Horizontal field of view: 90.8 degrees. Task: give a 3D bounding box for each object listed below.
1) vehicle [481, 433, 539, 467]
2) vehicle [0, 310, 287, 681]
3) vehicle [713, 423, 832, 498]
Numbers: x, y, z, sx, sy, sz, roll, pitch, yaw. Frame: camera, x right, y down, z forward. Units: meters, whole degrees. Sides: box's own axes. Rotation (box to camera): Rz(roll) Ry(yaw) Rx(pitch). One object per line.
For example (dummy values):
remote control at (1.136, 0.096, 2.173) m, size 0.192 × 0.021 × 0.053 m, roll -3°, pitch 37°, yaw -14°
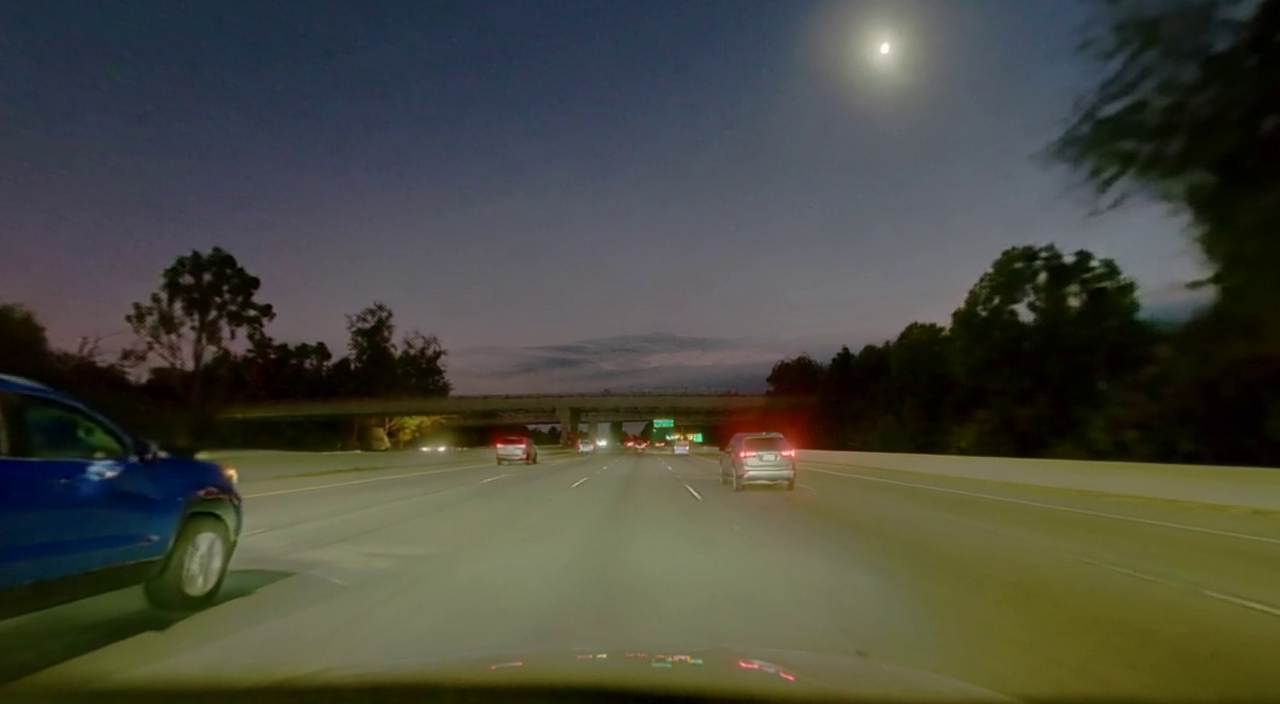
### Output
vehicle at (-7.445, 5.668, 36.636) m, size 2.193 × 1.818 × 4.995 m, roll 0°, pitch -8°, yaw 1°
vehicle at (-4.276, 0.759, 3.386) m, size 2.018 × 1.872 × 4.728 m, roll 0°, pitch -8°, yaw 0°
vehicle at (3.373, 2.883, 17.172) m, size 2.185 × 1.749 × 4.477 m, roll 0°, pitch -8°, yaw -1°
